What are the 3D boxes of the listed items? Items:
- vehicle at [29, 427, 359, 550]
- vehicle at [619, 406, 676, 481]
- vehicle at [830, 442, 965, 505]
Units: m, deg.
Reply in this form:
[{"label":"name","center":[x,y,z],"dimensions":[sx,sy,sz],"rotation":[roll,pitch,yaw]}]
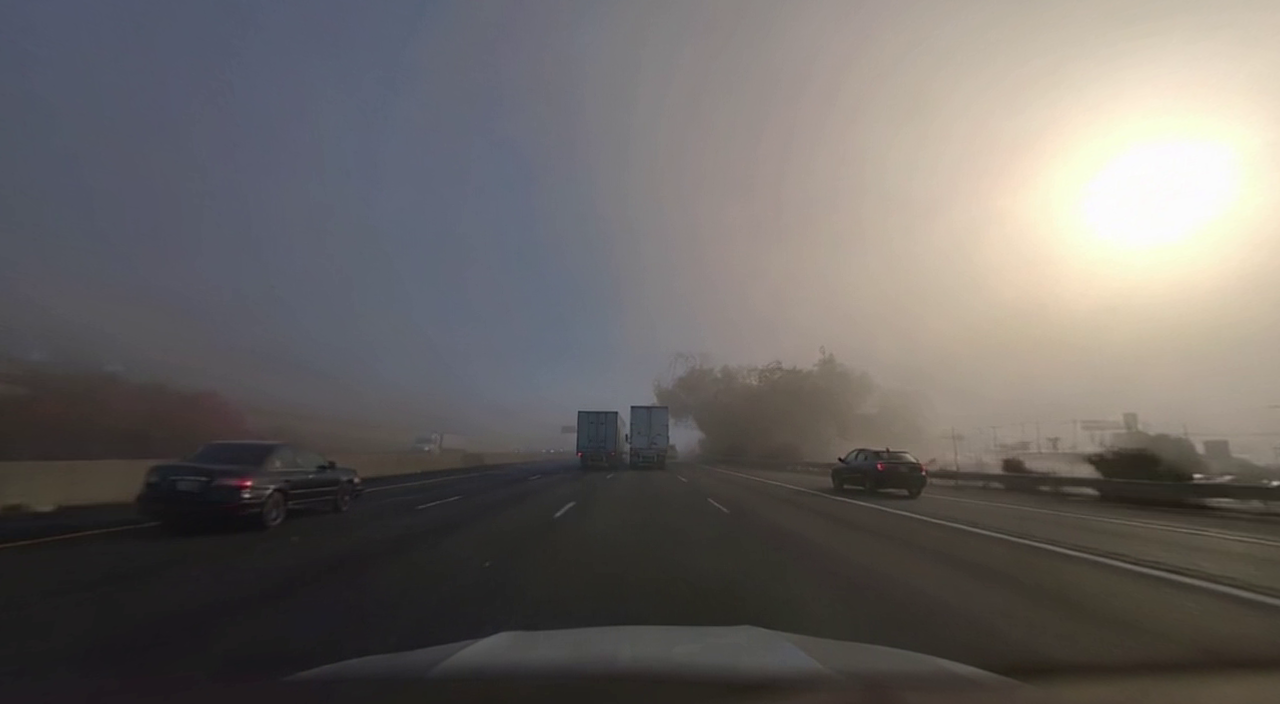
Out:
[{"label":"vehicle","center":[-6.720,2.081,10.399],"dimensions":[1.992,1.547,4.673],"rotation":[0,-8,1]},{"label":"vehicle","center":[0.365,5.460,39.359],"dimensions":[3.054,3.944,11.230],"rotation":[0,-6,0]},{"label":"vehicle","center":[7.121,3.374,18.024],"dimensions":[1.969,1.560,4.394],"rotation":[0,-8,0]}]
